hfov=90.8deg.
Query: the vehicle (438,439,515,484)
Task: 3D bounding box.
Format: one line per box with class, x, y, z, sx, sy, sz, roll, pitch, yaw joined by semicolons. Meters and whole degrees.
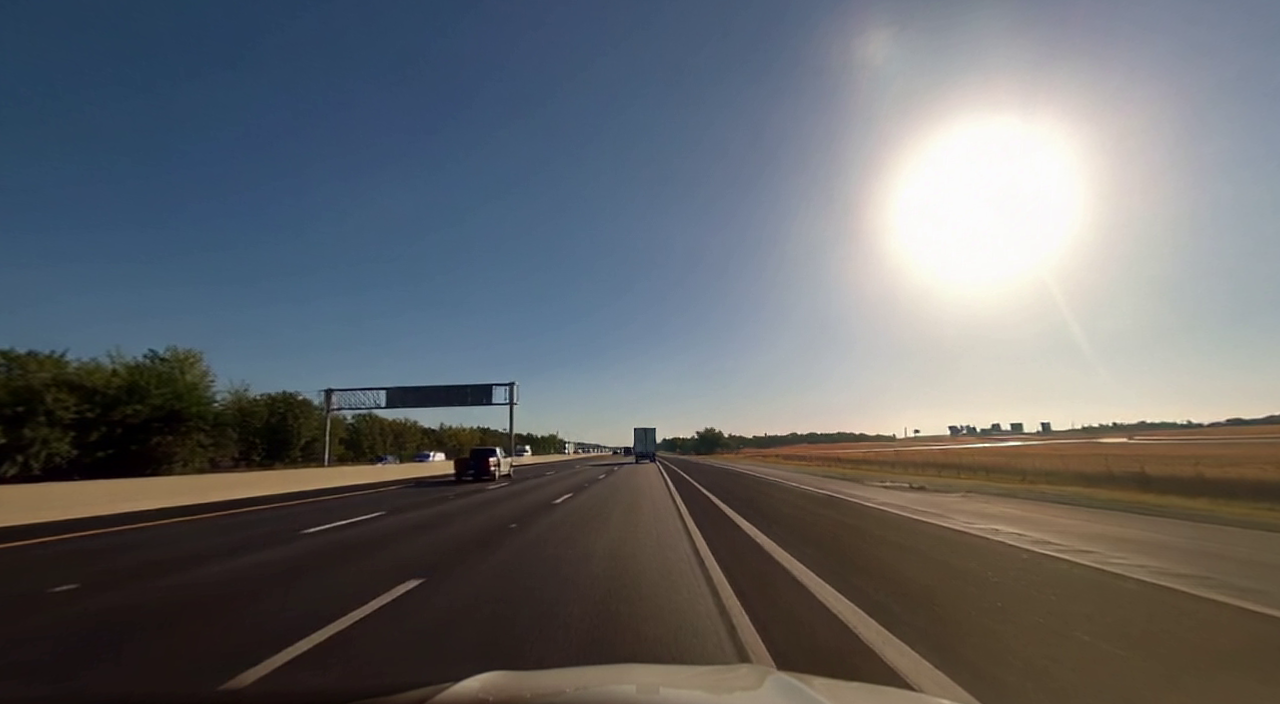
vehicle;-7.182;4.873;28.301;2.052;1.817;4.744;0;-9;1
